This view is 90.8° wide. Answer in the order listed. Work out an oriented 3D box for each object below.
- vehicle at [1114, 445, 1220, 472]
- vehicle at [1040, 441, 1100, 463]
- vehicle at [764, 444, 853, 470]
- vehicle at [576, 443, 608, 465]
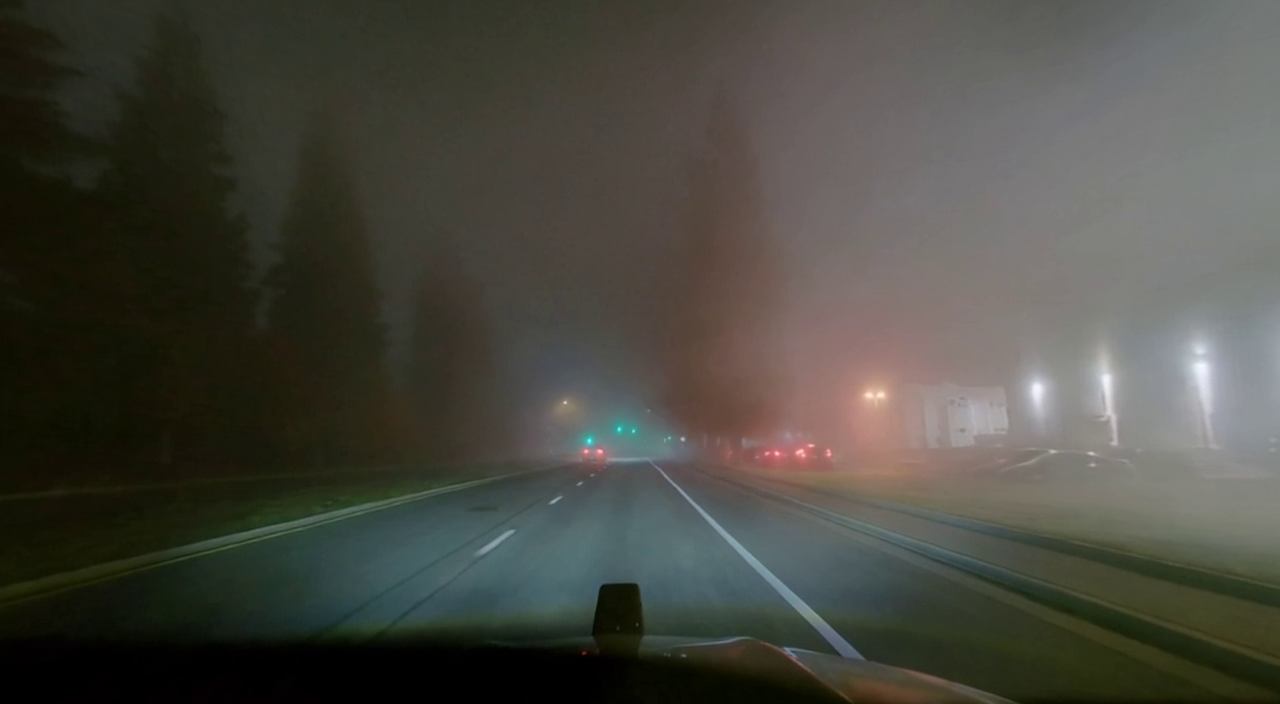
[{"bbox_3d":[30.402,6.105,36.654,1.791,1.444,4.603,1,-8,-8],"label":"vehicle"},{"bbox_3d":[33.791,7.857,49.729,1.852,1.604,3.693,1,-8,-5],"label":"vehicle"},{"bbox_3d":[9.662,6.022,36.433,4.466,1.440,2.091,1,-8,-5],"label":"vehicle"},{"bbox_3d":[-3.457,7.371,45.885,2.030,1.550,3.925,0,-8,0],"label":"vehicle"}]
